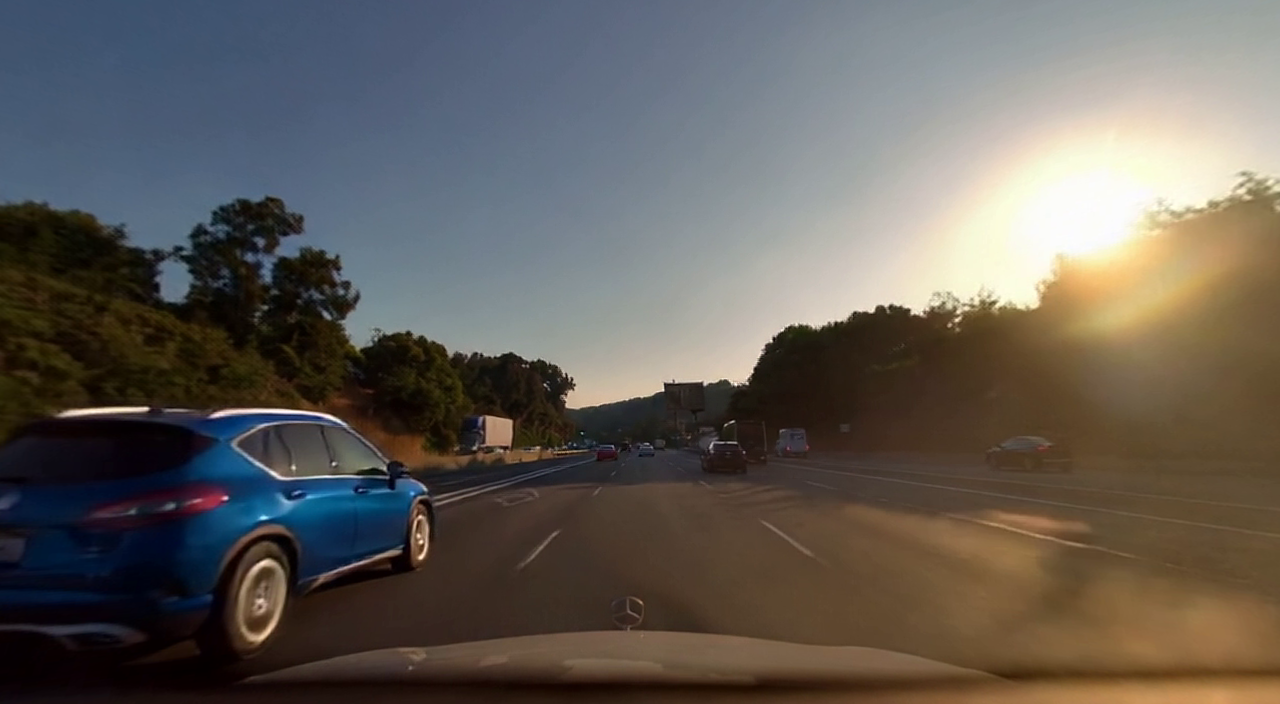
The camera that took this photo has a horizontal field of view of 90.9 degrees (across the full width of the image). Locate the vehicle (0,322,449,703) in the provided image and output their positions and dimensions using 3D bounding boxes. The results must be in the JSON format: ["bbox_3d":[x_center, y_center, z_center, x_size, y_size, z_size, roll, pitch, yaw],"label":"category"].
[{"bbox_3d":[-3.441,1.152,4.889,2.218,1.764,5.229,0,-9,1],"label":"vehicle"}]

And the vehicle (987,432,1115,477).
[{"bbox_3d":[20.059,5.038,31.213,2.221,1.995,5.803,0,-9,-3],"label":"vehicle"}]

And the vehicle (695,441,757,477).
[{"bbox_3d":[3.767,4.805,28.584,2.080,1.493,4.674,0,-9,-1],"label":"vehicle"}]

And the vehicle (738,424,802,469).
[{"bbox_3d":[8.036,5.924,39.571,2.729,2.628,4.875,0,-9,-2],"label":"vehicle"}]
